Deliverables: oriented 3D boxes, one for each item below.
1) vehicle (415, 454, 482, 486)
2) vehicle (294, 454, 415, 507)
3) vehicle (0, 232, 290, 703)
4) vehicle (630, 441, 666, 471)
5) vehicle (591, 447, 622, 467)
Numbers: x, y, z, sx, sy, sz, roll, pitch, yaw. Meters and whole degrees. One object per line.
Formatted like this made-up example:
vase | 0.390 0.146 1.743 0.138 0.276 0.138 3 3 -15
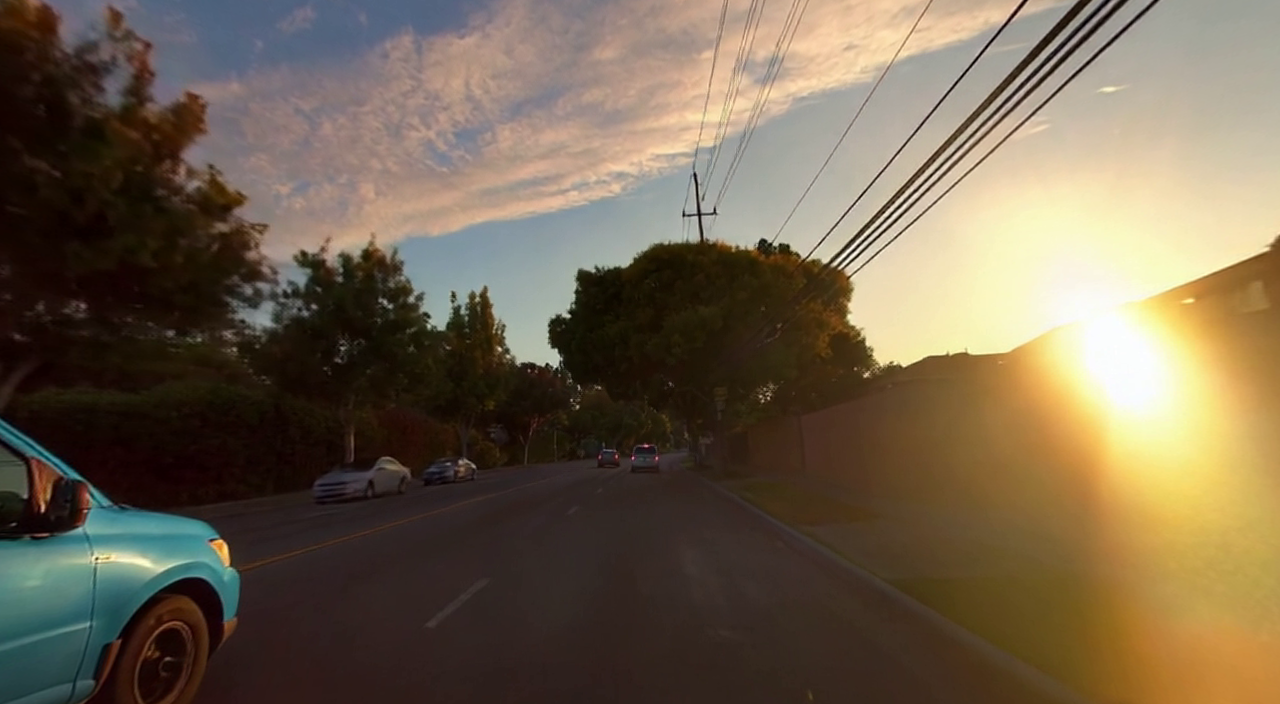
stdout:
vehicle | -9.786 6.066 32.650 2.005 1.471 4.330 -1 -9 2
vehicle | -9.714 4.373 21.933 2.068 1.480 4.641 -3 -9 0
vehicle | -3.512 0.471 1.105 2.336 2.152 5.866 0 -9 1
vehicle | 0.492 6.489 39.529 2.120 1.718 3.909 0 -9 1
vehicle | -2.567 8.198 49.307 1.968 1.472 4.489 0 -9 2
